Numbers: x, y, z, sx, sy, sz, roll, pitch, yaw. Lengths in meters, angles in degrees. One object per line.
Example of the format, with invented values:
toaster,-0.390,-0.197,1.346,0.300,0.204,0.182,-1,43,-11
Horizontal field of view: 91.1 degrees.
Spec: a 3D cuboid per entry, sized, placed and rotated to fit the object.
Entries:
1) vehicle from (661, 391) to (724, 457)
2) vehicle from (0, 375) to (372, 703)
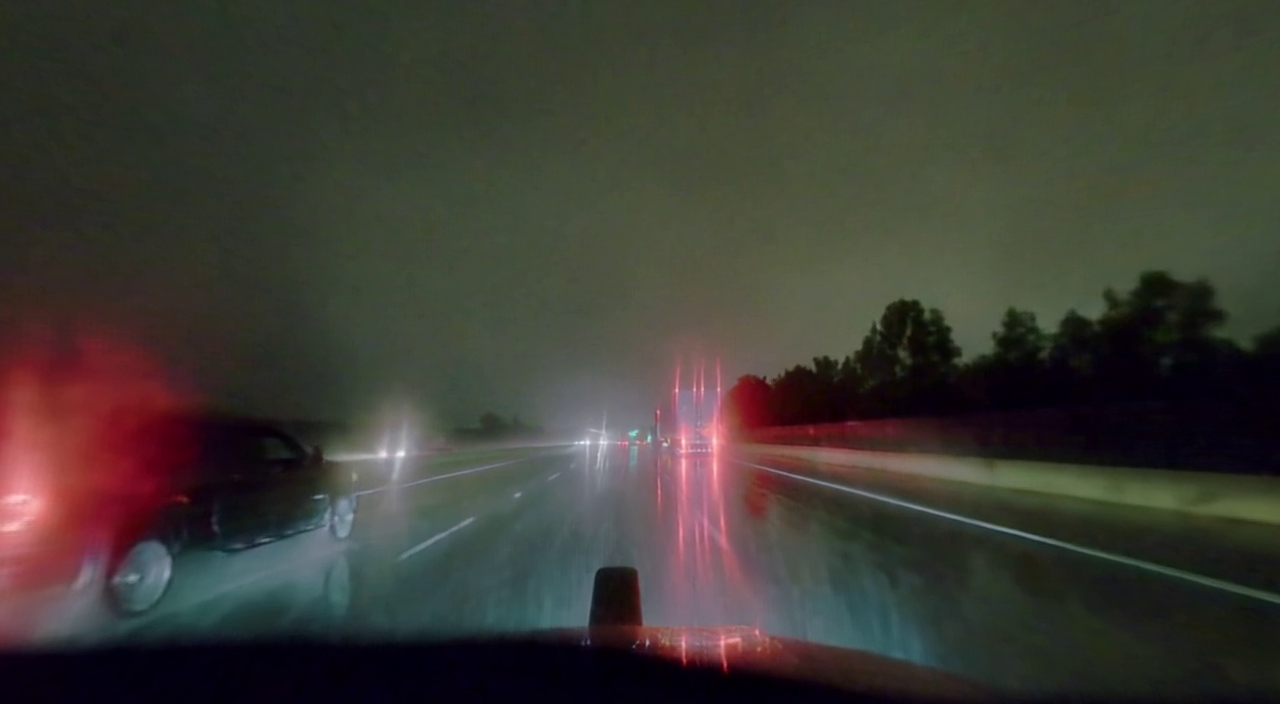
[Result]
vehicle,3.607,5.777,48.688,3.144,4.168,17.594,0,-8,-1
vehicle,-4.088,1.187,5.057,2.044,1.604,4.144,0,-8,0
